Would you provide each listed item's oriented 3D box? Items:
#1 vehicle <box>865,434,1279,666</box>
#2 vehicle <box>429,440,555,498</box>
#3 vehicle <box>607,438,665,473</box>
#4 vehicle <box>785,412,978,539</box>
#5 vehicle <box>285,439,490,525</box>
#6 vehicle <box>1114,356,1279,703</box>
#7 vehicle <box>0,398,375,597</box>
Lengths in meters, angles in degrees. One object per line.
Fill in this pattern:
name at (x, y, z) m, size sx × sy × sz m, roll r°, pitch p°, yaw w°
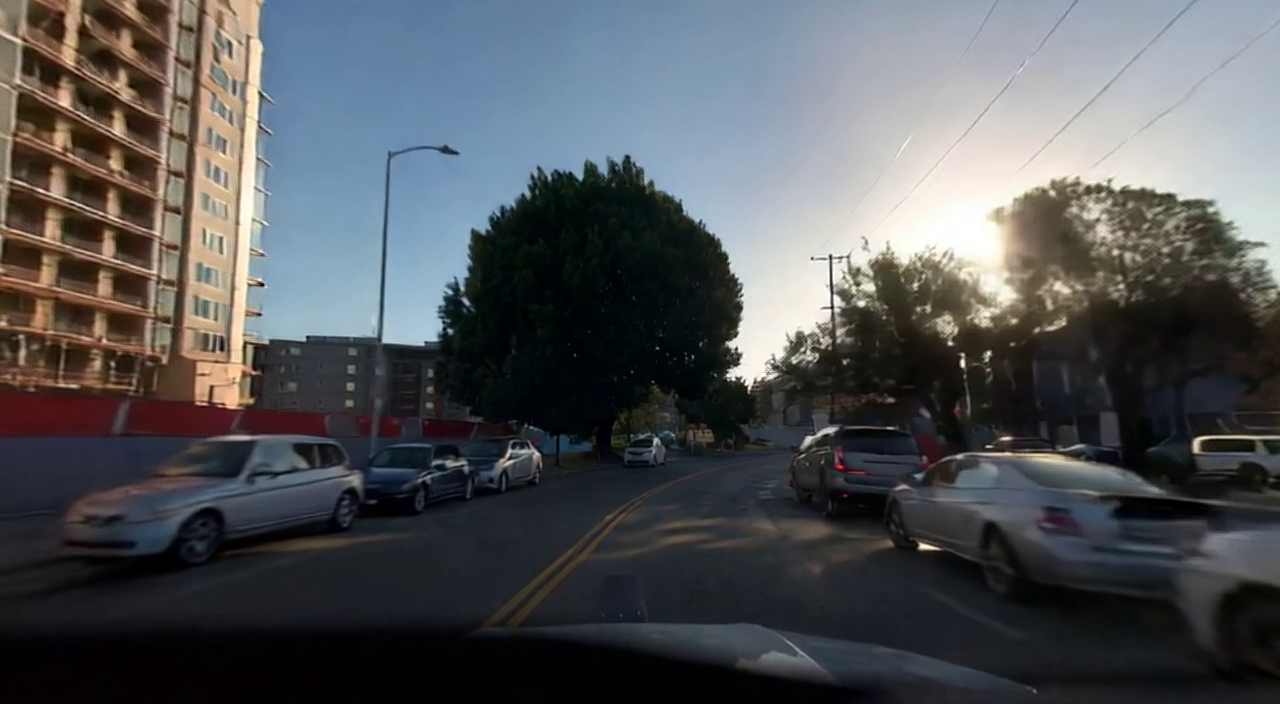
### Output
vehicle at (4.199, 1.749, 6.959) m, size 1.976 × 1.560 × 5.158 m, roll -1°, pitch -9°, yaw 5°
vehicle at (-4.408, 3.569, 19.636) m, size 1.966 × 1.568 × 4.705 m, roll -2°, pitch -9°, yaw 12°
vehicle at (-0.144, 6.031, 36.795) m, size 1.953 × 1.871 × 4.712 m, roll -3°, pitch -9°, yaw 18°
vehicle at (4.530, 2.407, 12.955) m, size 2.184 × 2.035 × 5.422 m, roll -1°, pitch -9°, yaw 5°
vehicle at (-5.200, 2.737, 13.936) m, size 2.020 × 1.519 × 4.944 m, roll -1°, pitch -9°, yaw 7°
vehicle at (3.797, 0.695, 1.265) m, size 2.084 × 1.804 × 4.882 m, roll -1°, pitch -9°, yaw 4°
vehicle at (-5.821, 1.759, 8.556) m, size 1.976 × 1.886 × 4.831 m, roll -1°, pitch -9°, yaw 5°
